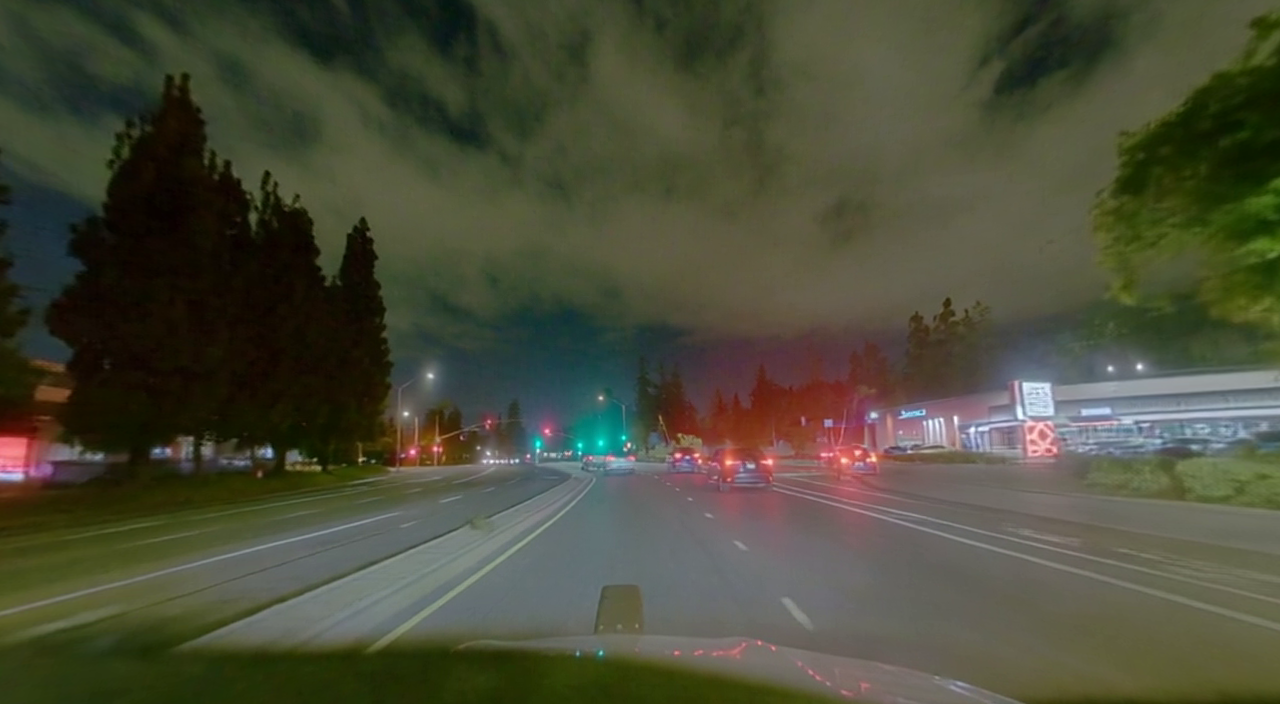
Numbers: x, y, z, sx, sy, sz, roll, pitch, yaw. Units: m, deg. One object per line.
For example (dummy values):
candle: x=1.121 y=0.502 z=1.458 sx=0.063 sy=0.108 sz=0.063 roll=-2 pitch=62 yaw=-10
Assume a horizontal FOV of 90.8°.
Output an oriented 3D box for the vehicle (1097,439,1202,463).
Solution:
vehicle: x=32.465 y=6.323 z=40.341 sx=4.860 sy=1.461 sz=2.041 roll=0 pitch=-9 yaw=0

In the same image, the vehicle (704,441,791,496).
vehicle: x=3.353 y=3.742 z=20.579 sx=1.966 sy=1.596 sz=3.980 roll=0 pitch=-9 yaw=-3

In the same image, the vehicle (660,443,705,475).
vehicle: x=2.451 y=6.329 z=37.544 sx=2.046 sy=1.768 sz=4.370 roll=1 pitch=-9 yaw=-5

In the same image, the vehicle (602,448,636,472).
vehicle: x=-1.505 y=7.472 z=43.899 sx=2.068 sy=1.512 sz=3.987 roll=1 pitch=-9 yaw=-6

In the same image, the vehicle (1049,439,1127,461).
vehicle: x=32.573 y=7.134 z=46.001 sx=4.032 sy=1.560 sz=2.059 roll=0 pitch=-9 yaw=-2
